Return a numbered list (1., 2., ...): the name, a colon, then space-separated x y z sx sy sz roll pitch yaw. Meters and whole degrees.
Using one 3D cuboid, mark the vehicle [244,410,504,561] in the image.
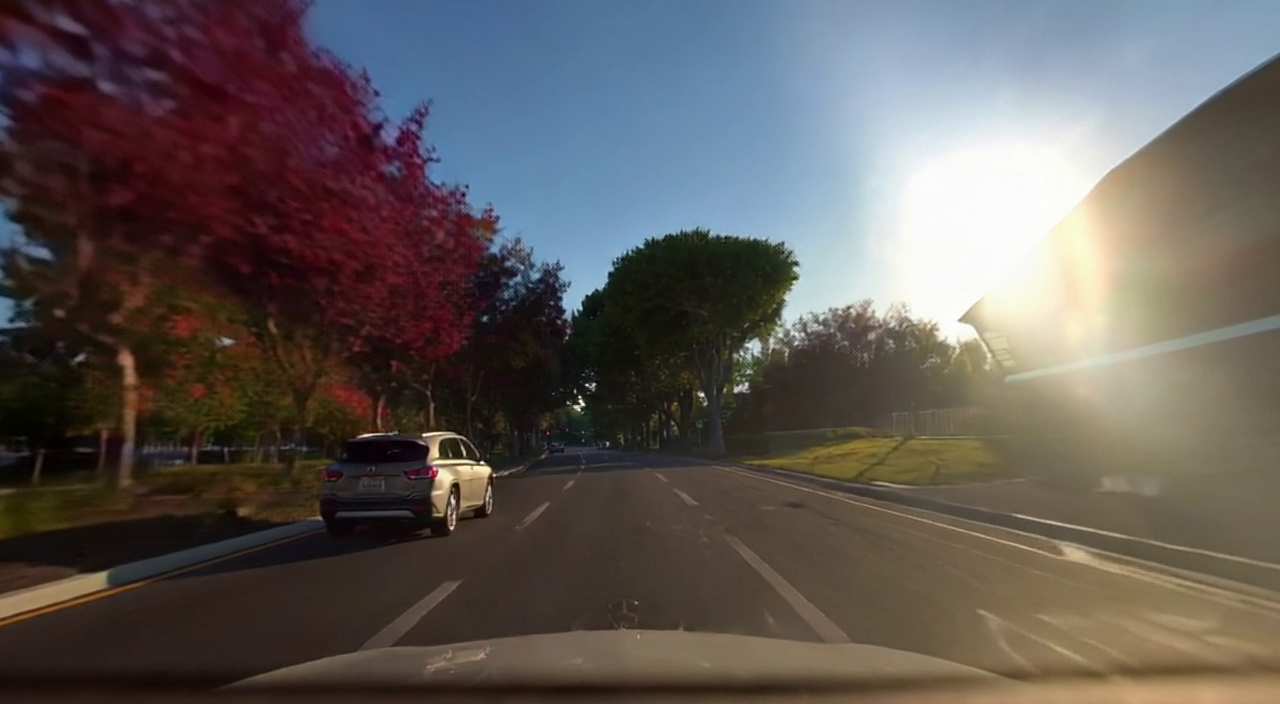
1. vehicle: -3.534 1.850 9.566 2.067 1.700 4.561 0 -8 -2
